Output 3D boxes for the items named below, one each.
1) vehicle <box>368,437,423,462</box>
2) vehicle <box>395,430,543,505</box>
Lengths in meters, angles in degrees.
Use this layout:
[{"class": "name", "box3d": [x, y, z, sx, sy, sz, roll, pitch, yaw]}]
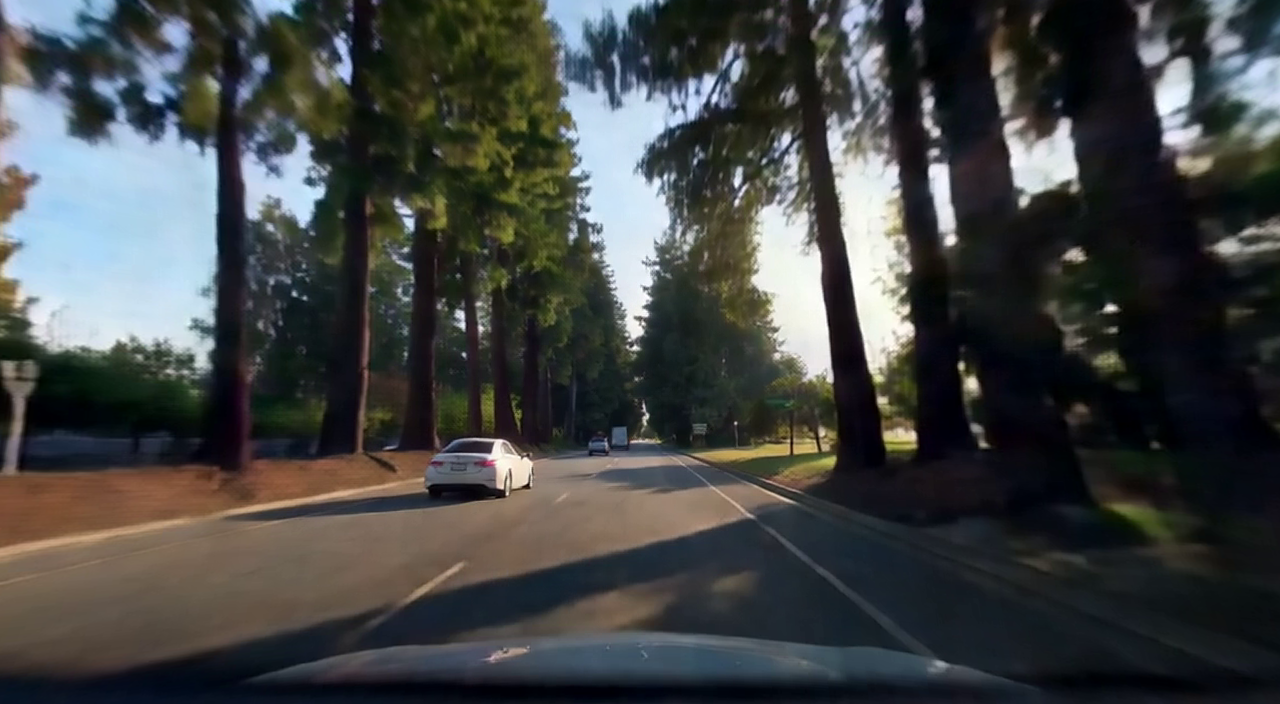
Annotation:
[{"class": "vehicle", "box3d": [-17.595, 7.041, 45.637, 2.016, 1.742, 4.660, 0, -8, 1]}, {"class": "vehicle", "box3d": [-3.688, 2.588, 14.574, 2.033, 1.454, 4.512, 0, -8, 2]}]
